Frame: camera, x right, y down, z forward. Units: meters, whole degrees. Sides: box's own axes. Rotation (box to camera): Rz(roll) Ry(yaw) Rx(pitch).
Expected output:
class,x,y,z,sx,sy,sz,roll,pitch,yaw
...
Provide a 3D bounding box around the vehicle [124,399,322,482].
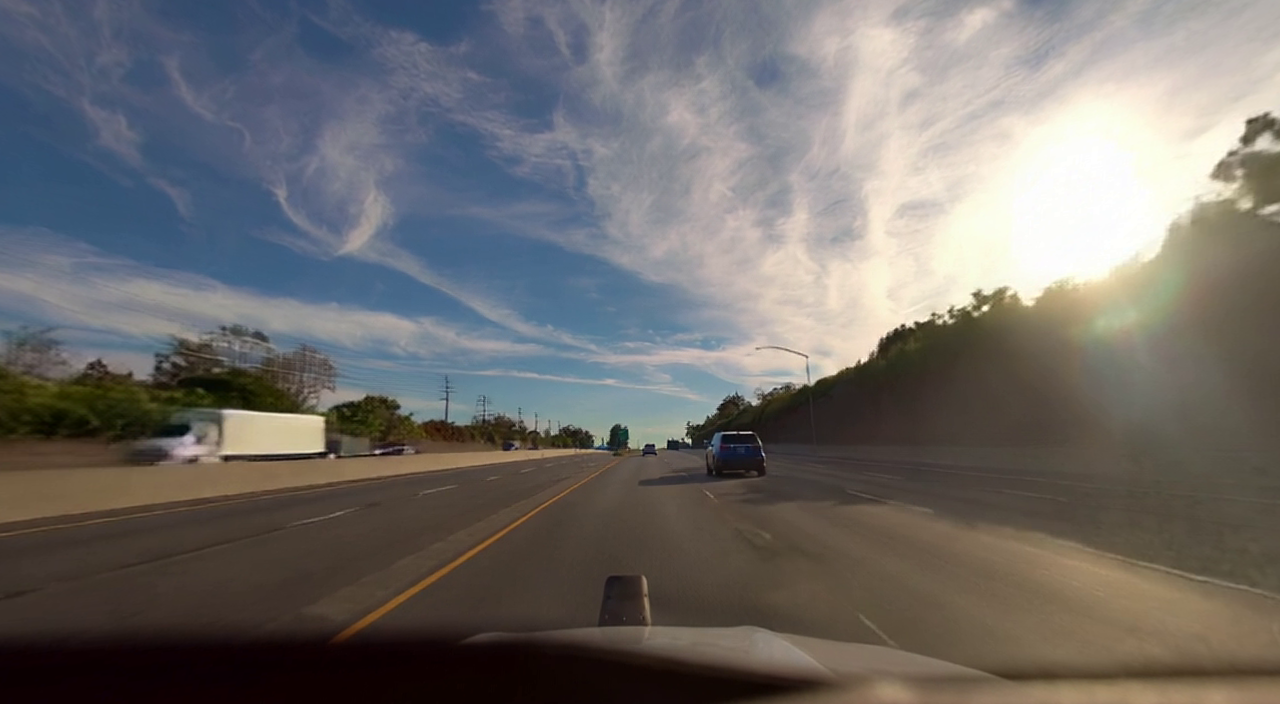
class,x,y,z,sx,sy,sz,roll,pitch,yaw
vehicle,-20.288,4.491,31.885,3.294,3.481,9.753,0,-8,0

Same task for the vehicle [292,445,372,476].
class,x,y,z,sx,sy,sz,roll,pitch,yaw
vehicle,-16.743,5.888,34.573,2.251,1.579,4.262,0,-8,0

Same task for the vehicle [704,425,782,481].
class,x,y,z,sx,sy,sz,roll,pitch,yaw
vehicle,3.697,3.722,23.444,2.120,1.832,4.287,0,-8,-1
